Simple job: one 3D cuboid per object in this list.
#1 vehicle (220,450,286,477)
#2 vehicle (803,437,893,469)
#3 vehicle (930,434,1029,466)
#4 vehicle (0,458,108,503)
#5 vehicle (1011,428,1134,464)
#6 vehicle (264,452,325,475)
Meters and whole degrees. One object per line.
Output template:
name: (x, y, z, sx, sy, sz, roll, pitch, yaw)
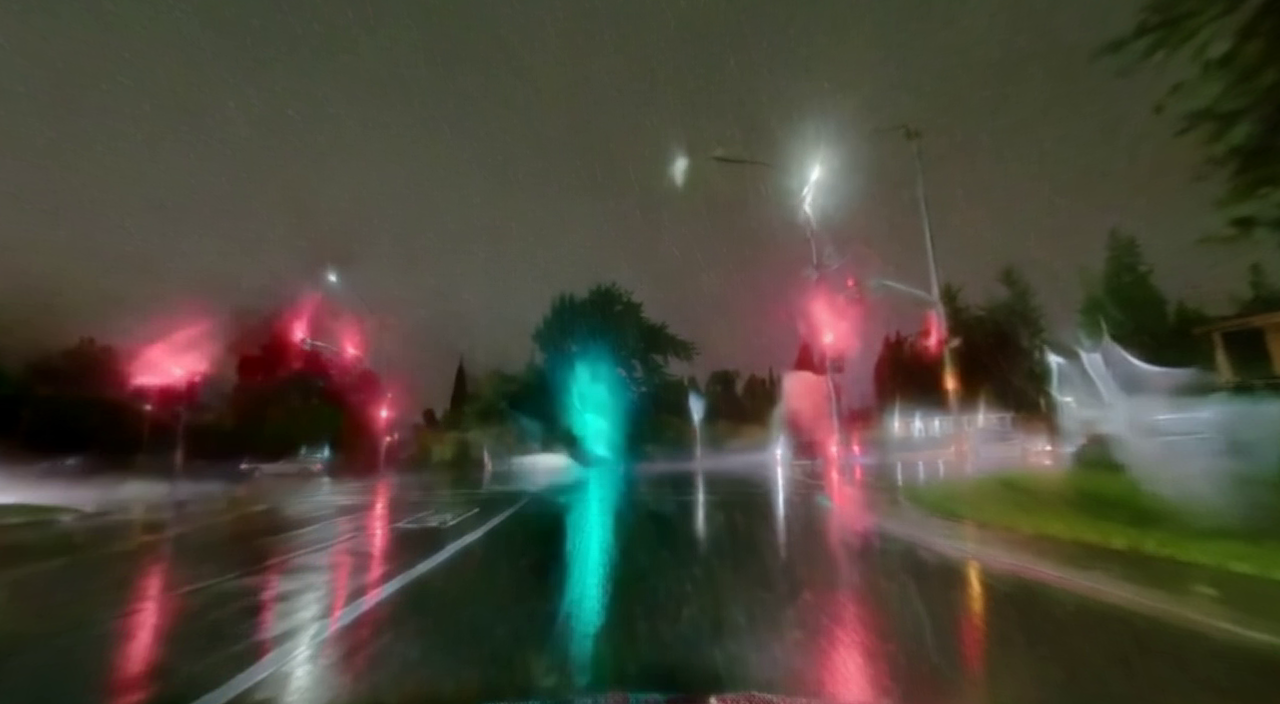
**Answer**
vehicle: (-27.605, 7.948, 45.219, 1.967, 1.779, 4.159, -1, -8, 2)
vehicle: (10.295, 5.010, 31.498, 3.815, 1.504, 1.790, -1, -8, 1)
vehicle: (18.697, 5.404, 34.983, 4.326, 1.672, 1.903, -1, -8, 1)
vehicle: (-22.738, 4.649, 23.073, 4.989, 1.442, 1.940, 0, -8, 4)
vehicle: (21.278, 4.623, 31.236, 4.510, 1.673, 2.030, 0, -8, 0)
vehicle: (-24.692, 7.941, 45.336, 1.817, 1.488, 4.631, 0, -8, 0)
